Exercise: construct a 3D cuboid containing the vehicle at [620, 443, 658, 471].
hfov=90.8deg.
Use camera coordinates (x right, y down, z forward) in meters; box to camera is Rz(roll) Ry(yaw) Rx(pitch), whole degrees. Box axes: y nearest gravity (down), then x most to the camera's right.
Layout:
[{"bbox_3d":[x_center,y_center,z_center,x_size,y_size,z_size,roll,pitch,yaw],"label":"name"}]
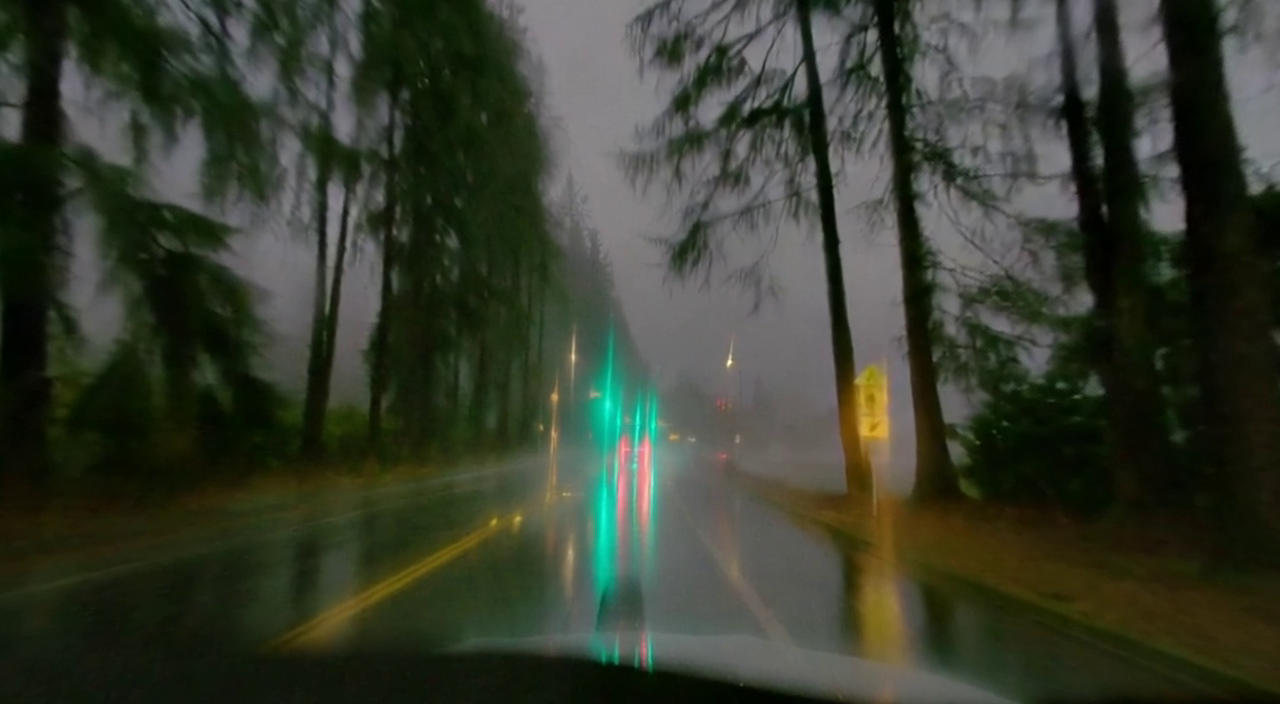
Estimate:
[{"bbox_3d":[-0.077,5.952,35.955,2.042,1.489,3.963,0,-9,0],"label":"vehicle"}]
